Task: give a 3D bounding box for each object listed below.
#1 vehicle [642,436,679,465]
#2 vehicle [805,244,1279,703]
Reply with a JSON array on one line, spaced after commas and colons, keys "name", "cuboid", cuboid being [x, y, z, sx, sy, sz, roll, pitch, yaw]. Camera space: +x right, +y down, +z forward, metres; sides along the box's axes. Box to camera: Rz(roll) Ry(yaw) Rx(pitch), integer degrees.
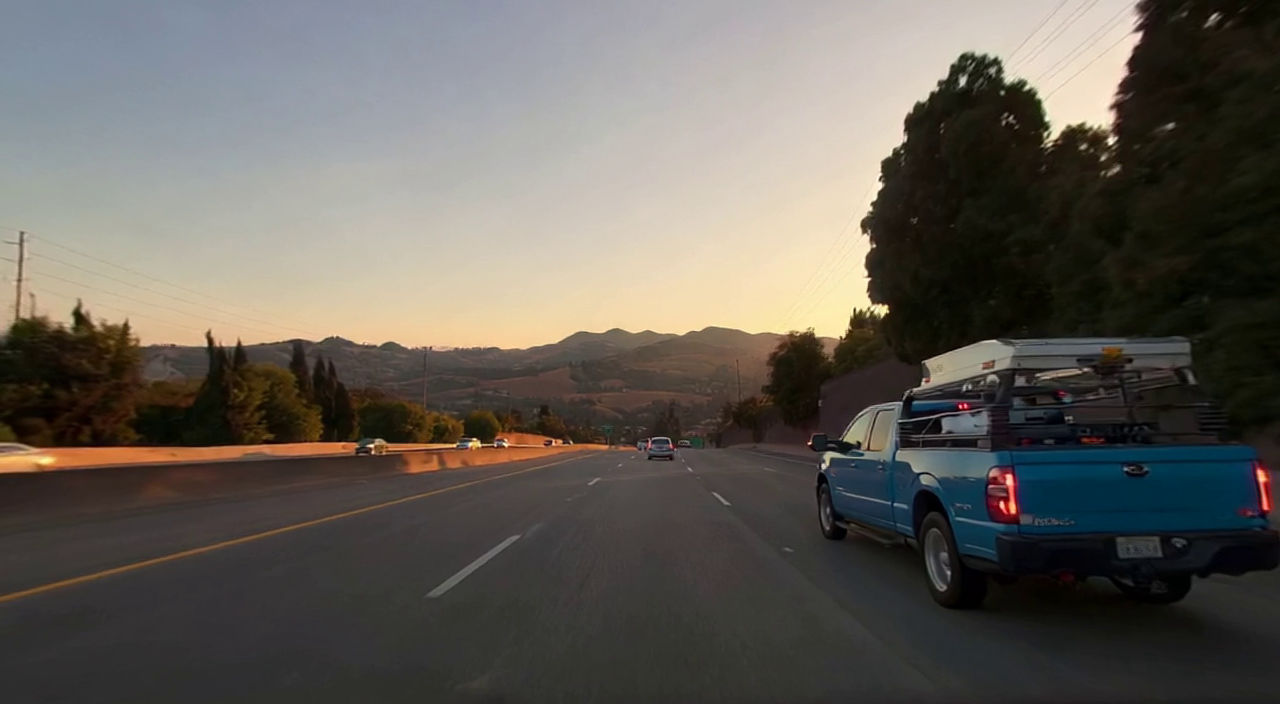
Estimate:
[{"name": "vehicle", "cuboid": [1.143, 5.750, 36.677, 2.034, 1.549, 4.147, 0, -9, 1]}, {"name": "vehicle", "cuboid": [3.673, 1.076, 5.872, 2.538, 2.228, 6.370, 0, -9, 0]}]
